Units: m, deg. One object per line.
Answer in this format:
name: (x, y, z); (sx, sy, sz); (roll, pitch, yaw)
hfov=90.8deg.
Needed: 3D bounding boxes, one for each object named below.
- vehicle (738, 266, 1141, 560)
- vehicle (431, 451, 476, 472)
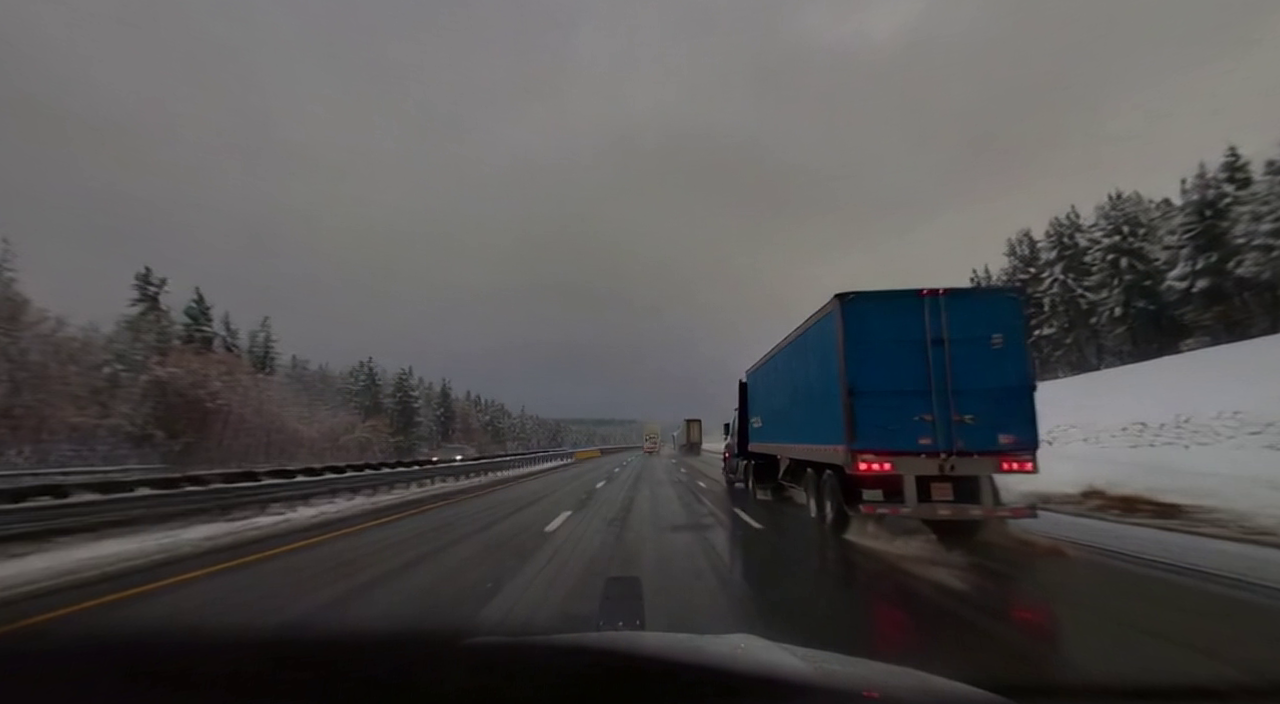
vehicle: (4.071, 1.316, 11.704); (2.960, 3.381, 8.914); (0, -9, -1)
vehicle: (-14.197, 8.389, 48.348); (1.893, 1.480, 4.794); (0, -9, 1)
